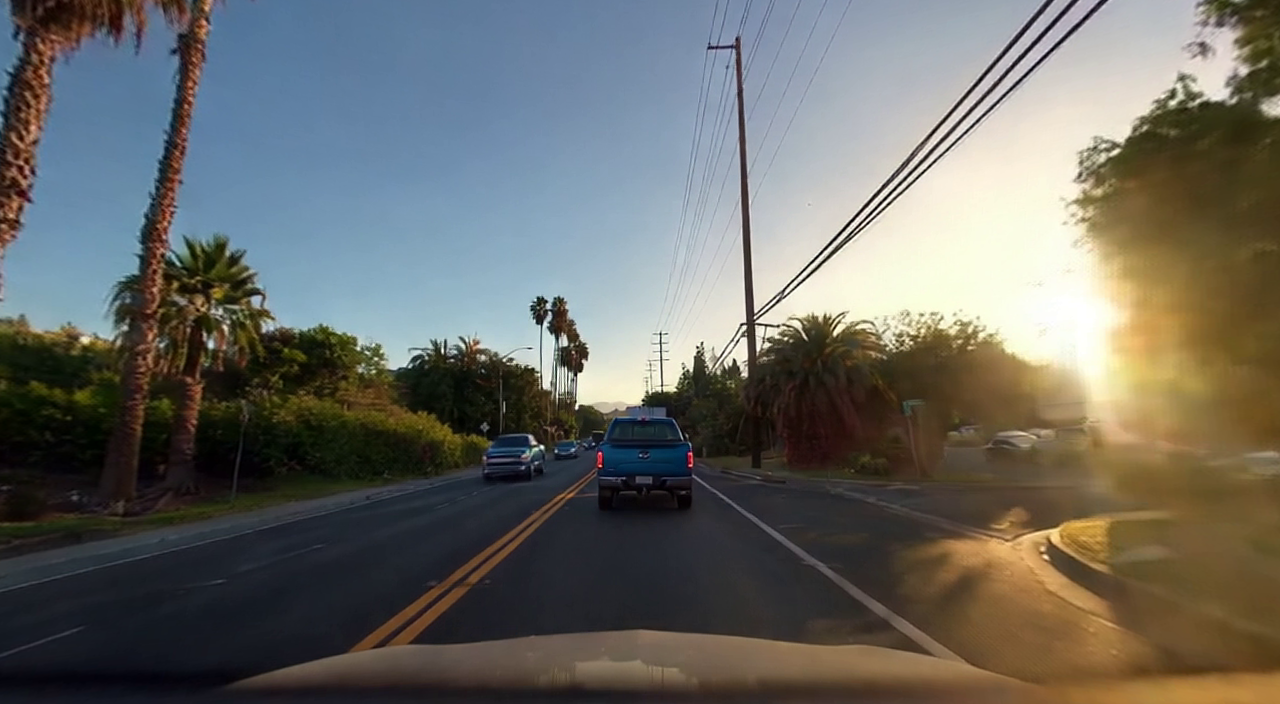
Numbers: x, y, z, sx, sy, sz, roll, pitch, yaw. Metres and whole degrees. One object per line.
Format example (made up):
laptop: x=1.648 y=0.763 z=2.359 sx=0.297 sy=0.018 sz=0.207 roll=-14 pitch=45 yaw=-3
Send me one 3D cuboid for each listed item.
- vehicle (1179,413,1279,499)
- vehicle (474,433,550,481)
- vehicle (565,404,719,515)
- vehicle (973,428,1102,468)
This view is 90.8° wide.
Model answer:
vehicle: x=16.060 y=2.520 z=15.407 sx=2.338 sy=1.917 sz=6.076 roll=-3 pitch=-9 yaw=20
vehicle: x=-5.109 y=4.263 z=25.928 sx=2.223 sy=1.776 sz=4.614 roll=0 pitch=-8 yaw=-1
vehicle: x=0.023 y=2.442 z=14.761 sx=2.848 sy=2.047 sz=5.885 roll=0 pitch=-8 yaw=0
vehicle: x=20.339 y=4.988 z=32.823 sx=2.277 sy=1.836 sz=6.267 roll=0 pitch=-9 yaw=-4
